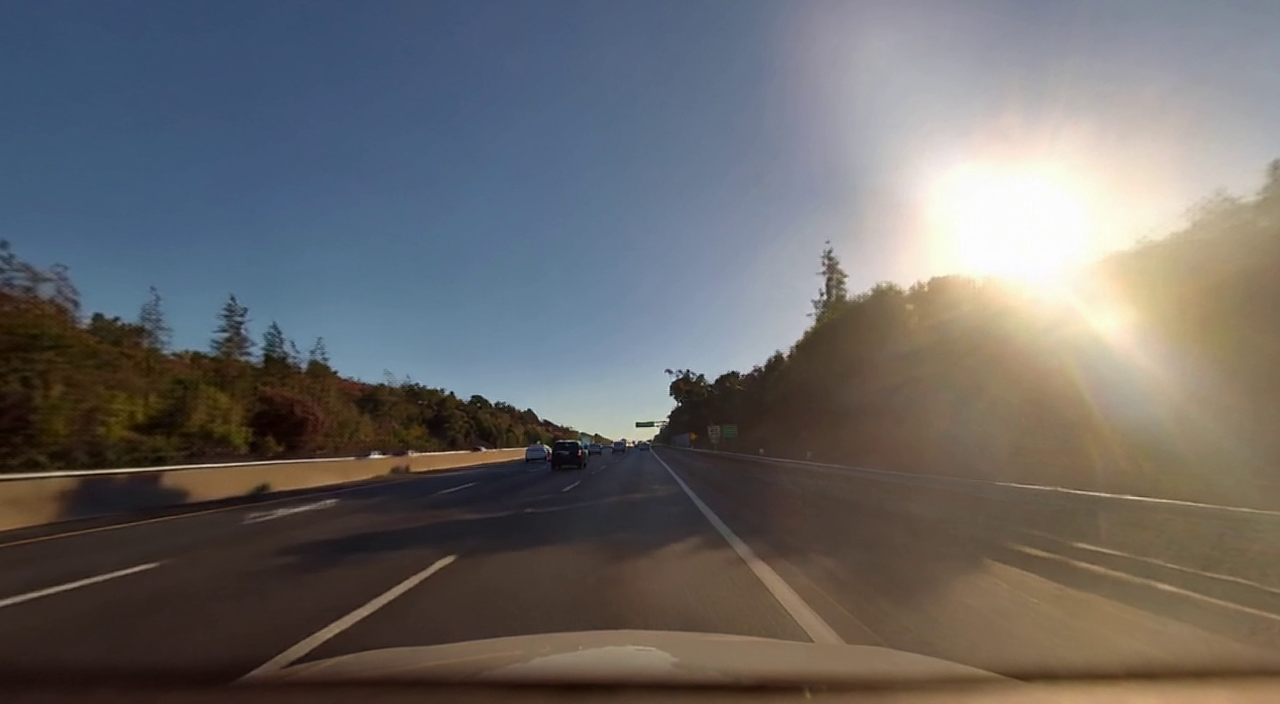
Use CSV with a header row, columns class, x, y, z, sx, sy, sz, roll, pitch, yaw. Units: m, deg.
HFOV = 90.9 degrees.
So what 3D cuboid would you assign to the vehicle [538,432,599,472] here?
class,x,y,z,sx,sy,sz,roll,pitch,yaw
vehicle,-3.376,4.853,30.826,2.283,1.802,4.810,0,-8,1
